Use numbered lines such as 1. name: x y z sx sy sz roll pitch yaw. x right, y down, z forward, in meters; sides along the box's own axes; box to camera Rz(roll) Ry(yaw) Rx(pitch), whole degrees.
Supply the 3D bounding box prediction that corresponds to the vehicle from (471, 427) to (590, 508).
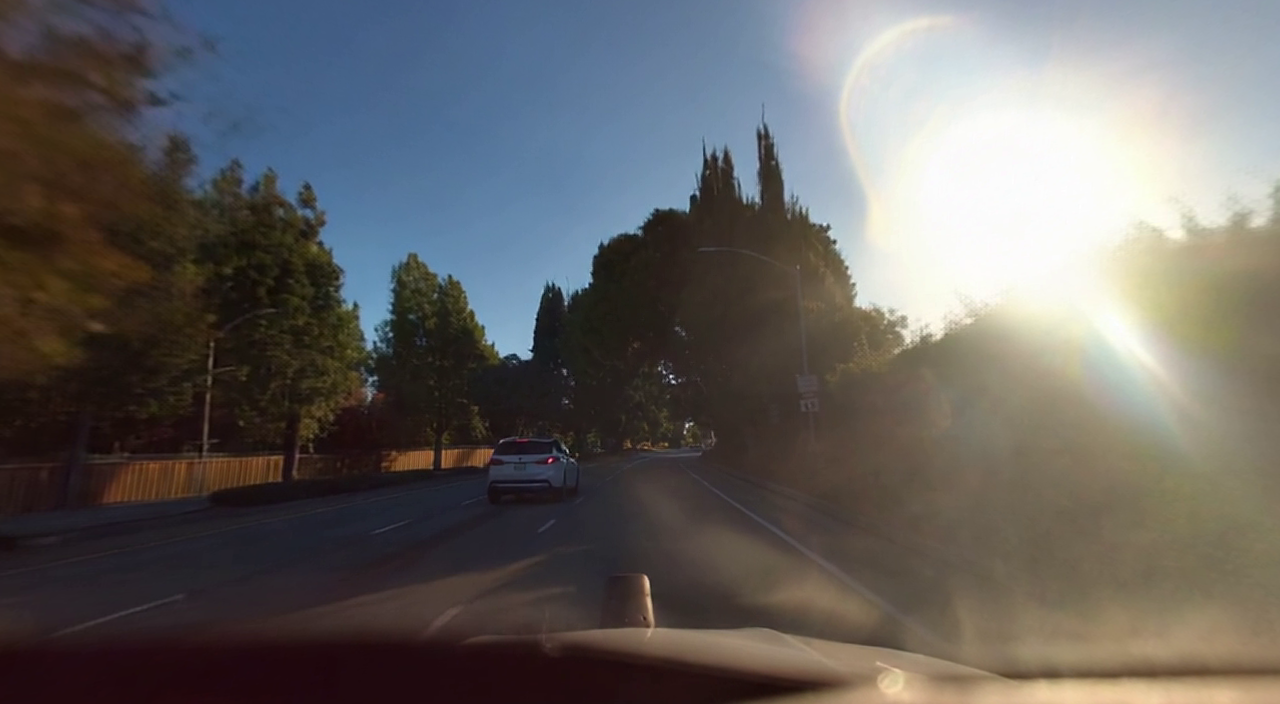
1. vehicle: -2.728 3.030 17.024 2.160 1.855 4.695 -1 -8 3
